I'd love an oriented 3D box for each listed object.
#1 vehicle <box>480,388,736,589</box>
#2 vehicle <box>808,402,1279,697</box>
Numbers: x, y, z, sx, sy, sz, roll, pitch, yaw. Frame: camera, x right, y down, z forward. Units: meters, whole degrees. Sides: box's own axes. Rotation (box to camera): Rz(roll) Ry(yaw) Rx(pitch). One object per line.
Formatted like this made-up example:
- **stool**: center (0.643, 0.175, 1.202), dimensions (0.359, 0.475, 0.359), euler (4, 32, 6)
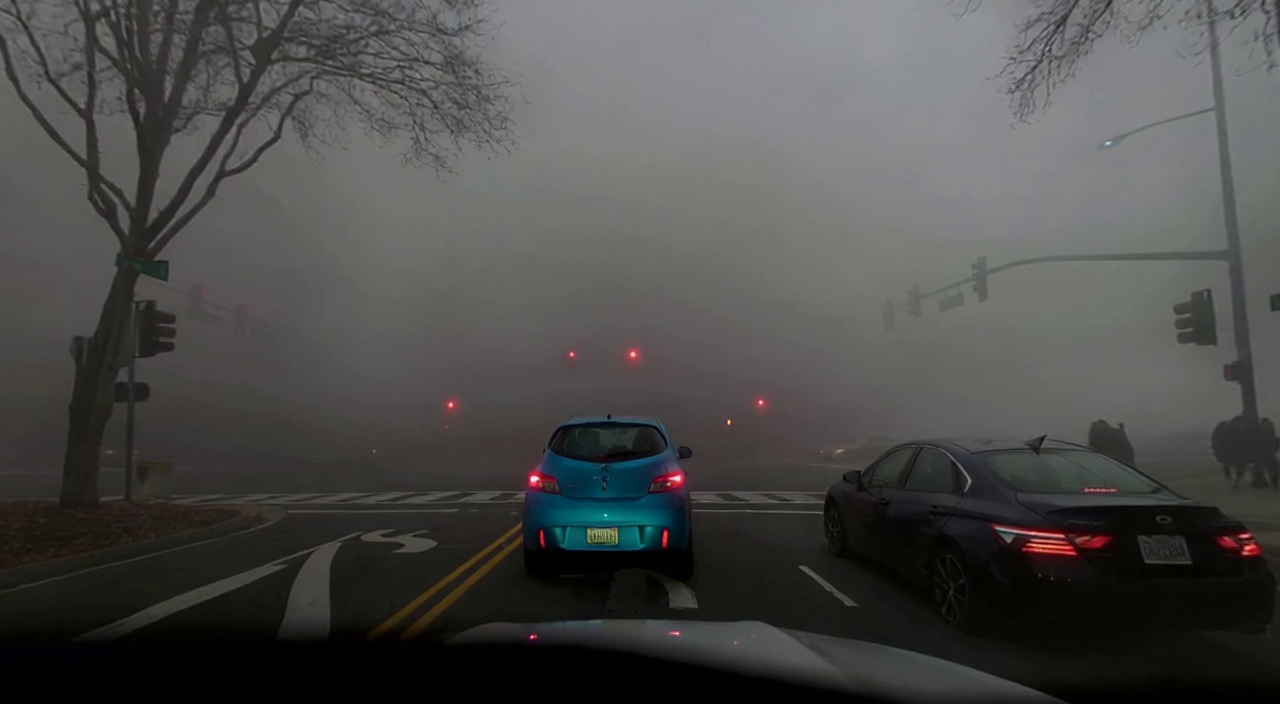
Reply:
- **vehicle**: center (-0.342, 1.522, 7.786), dimensions (2.247, 1.760, 4.231), euler (0, -9, -2)
- **vehicle**: center (3.164, 1.401, 5.763), dimensions (1.932, 1.562, 4.629), euler (0, -9, -1)
